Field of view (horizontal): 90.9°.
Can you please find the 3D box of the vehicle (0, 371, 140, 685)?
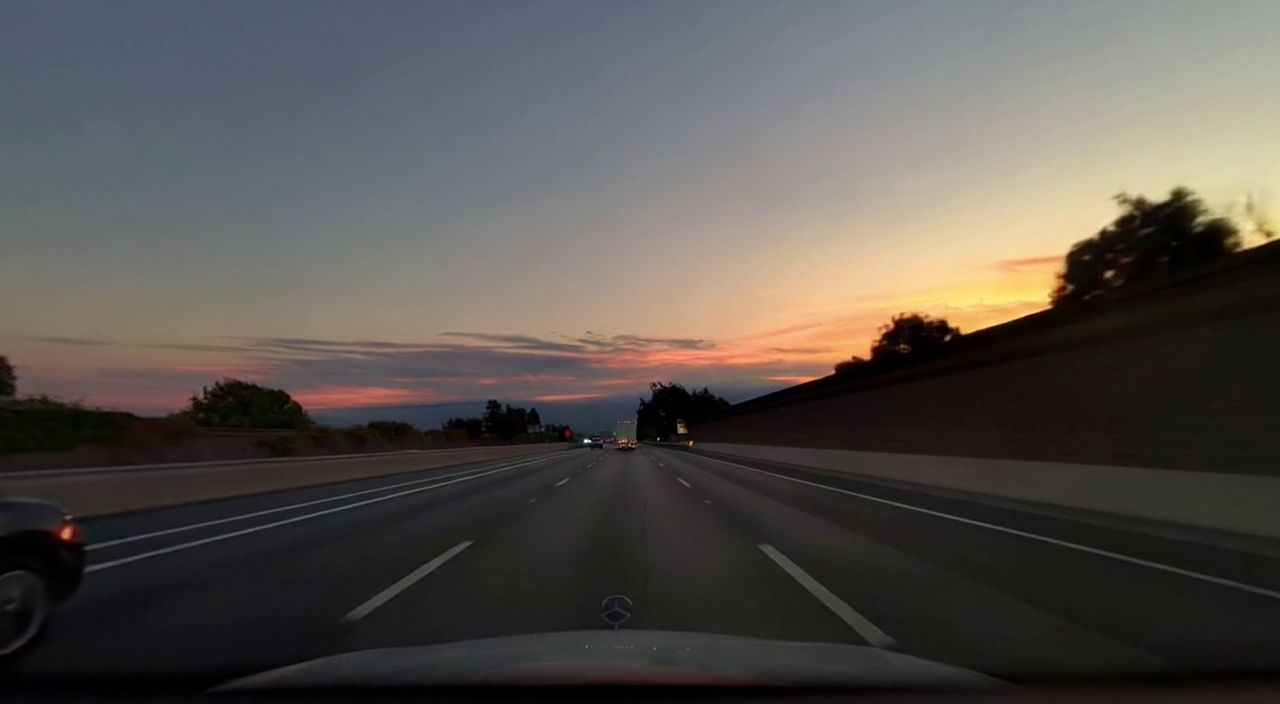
[{"bbox_3d":[-4.448,0.735,1.865,2.123,1.655,4.688,0,-8,-1],"label":"vehicle"}]
